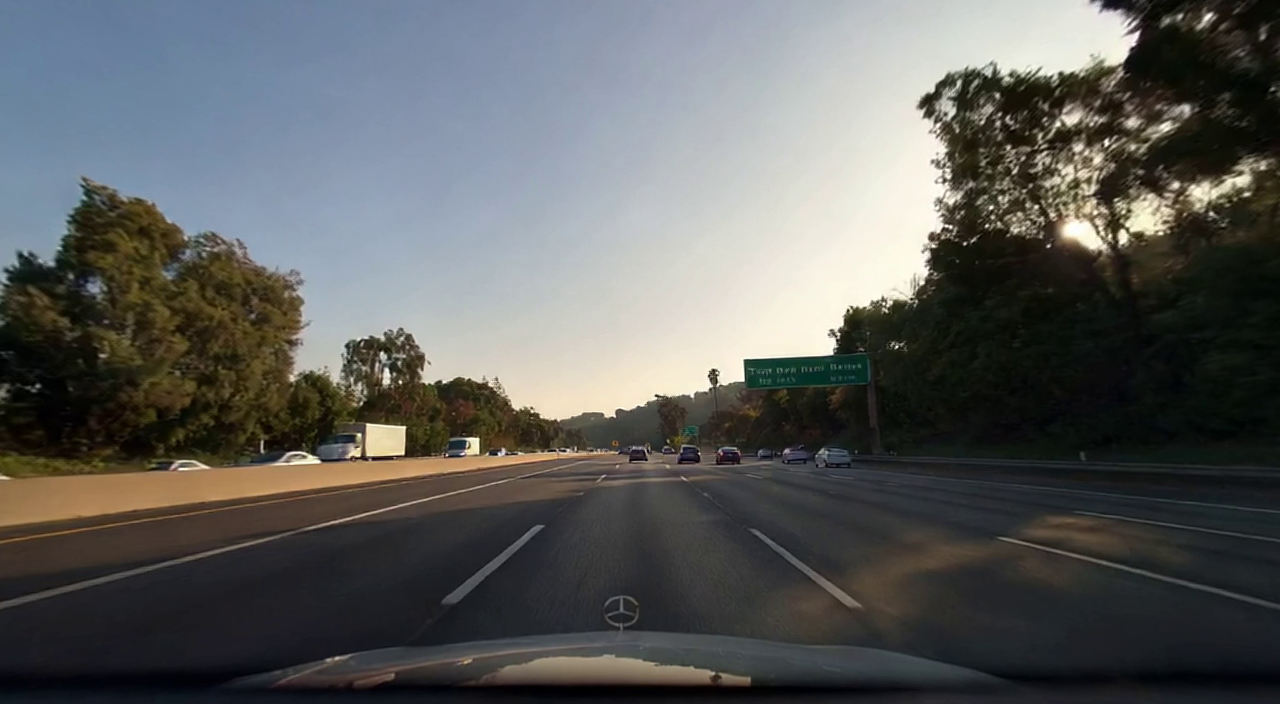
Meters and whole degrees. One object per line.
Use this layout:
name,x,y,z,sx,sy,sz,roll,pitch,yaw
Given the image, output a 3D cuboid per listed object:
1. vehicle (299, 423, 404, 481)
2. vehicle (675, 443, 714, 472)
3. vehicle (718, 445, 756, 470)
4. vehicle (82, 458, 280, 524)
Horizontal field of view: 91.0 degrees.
vehicle,-19.673,6.879,43.707,3.038,3.554,8.784,0,-8,0
vehicle,3.408,6.682,40.037,2.035,1.704,3.867,0,-8,-2
vehicle,6.852,7.450,44.722,1.902,1.623,4.360,0,-8,-2
vehicle,-12.137,3.662,17.129,2.055,1.461,4.422,0,-8,0
